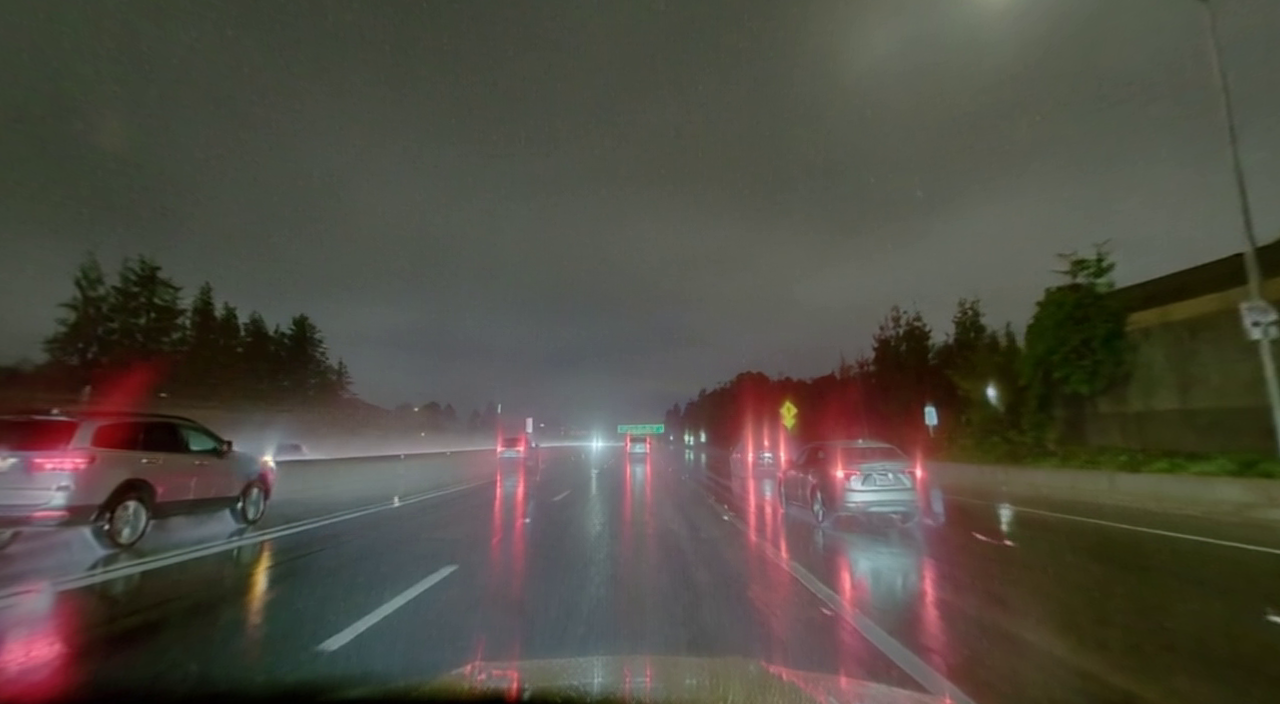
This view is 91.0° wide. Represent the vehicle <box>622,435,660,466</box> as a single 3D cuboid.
[{"bbox_3d":[0.037,5.872,37.638,2.158,1.706,4.219,0,-9,-1],"label":"vehicle"}]

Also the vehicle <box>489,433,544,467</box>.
[{"bbox_3d":[-6.887,5.522,35.563,2.111,1.811,4.391,0,-9,1],"label":"vehicle"}]

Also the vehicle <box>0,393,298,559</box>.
[{"bbox_3d":[-7.484,1.740,9.414,2.142,1.849,4.566,0,-9,0],"label":"vehicle"}]

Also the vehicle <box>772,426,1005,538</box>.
[{"bbox_3d":[3.841,2.109,10.841,2.141,1.507,4.510,0,-9,0],"label":"vehicle"}]

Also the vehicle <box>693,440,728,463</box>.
[{"bbox_3d":[4.847,6.917,43.818,1.944,1.465,4.245,0,-9,0],"label":"vehicle"}]

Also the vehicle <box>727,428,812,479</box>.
[{"bbox_3d":[4.876,3.908,24.372,2.335,1.759,4.297,0,-9,0],"label":"vehicle"}]

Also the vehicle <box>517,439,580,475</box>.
[{"bbox_3d":[-3.944,4.613,27.876,2.071,1.478,4.130,0,-9,1],"label":"vehicle"}]
